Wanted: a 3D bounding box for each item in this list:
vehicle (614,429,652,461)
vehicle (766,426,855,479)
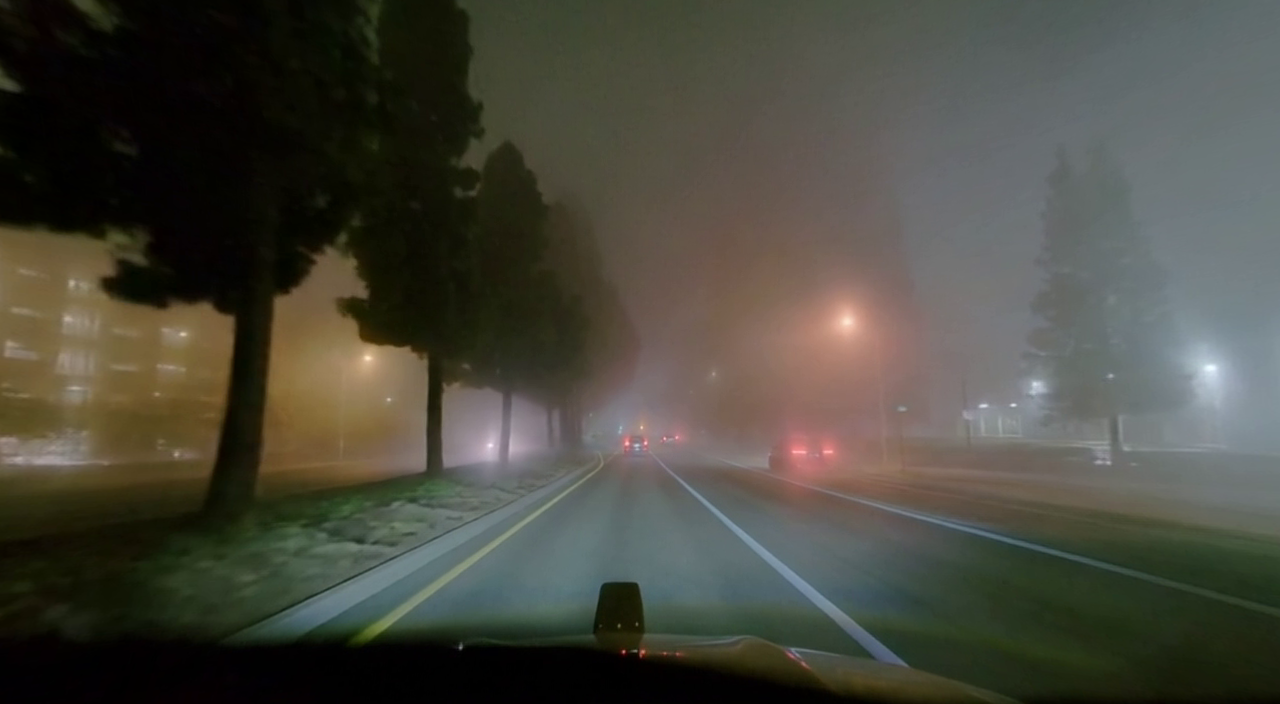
[{"bbox_3d":[-0.426,5.660,38.295,2.193,1.794,4.457,0,-9,-1],"label":"vehicle"},{"bbox_3d":[6.357,3.819,24.127,2.026,1.804,4.565,0,-9,-1],"label":"vehicle"}]
